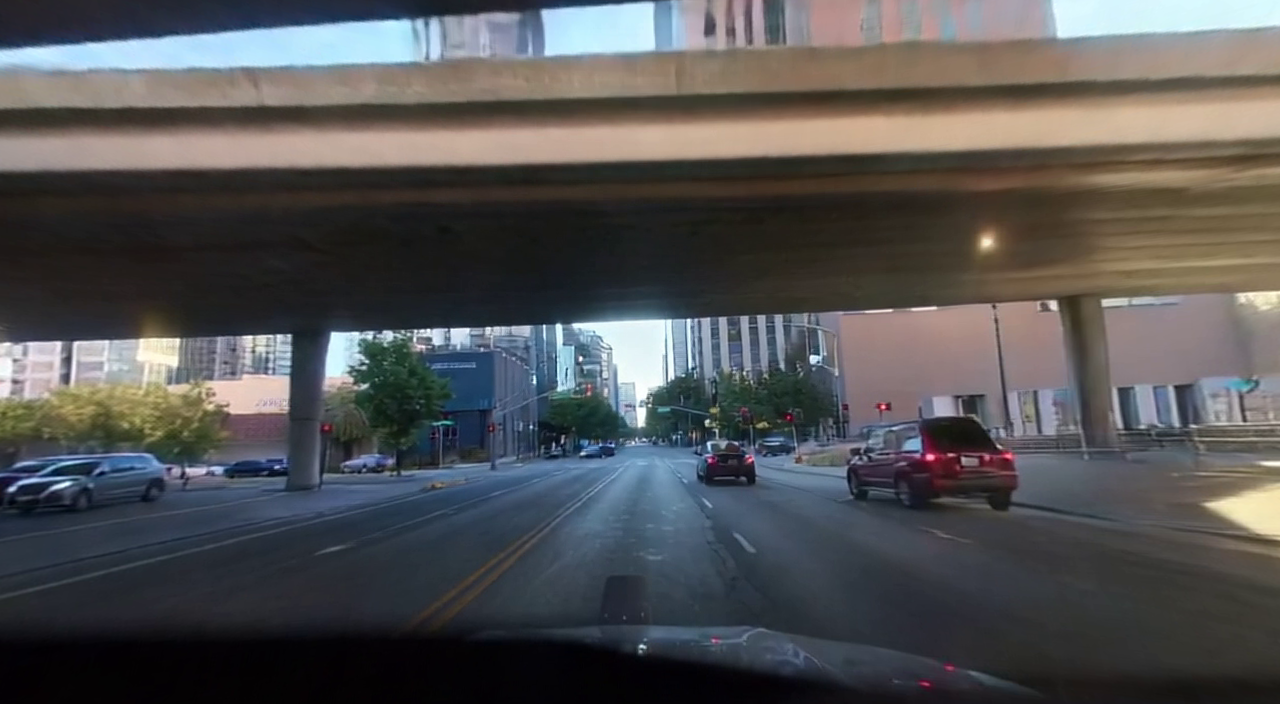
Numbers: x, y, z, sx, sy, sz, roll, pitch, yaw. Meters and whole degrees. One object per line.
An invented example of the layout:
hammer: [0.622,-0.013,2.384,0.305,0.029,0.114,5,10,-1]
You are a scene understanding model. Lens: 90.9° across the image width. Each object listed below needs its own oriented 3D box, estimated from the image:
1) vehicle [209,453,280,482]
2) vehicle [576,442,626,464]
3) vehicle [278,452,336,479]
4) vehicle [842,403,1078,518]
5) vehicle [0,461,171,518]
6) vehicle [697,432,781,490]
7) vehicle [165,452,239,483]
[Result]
vehicle: [-27.081,7.862,43.380,1.807,1.795,4.566,0,-8,1]
vehicle: [-2.937,7.450,46.622,2.099,1.562,4.037,5,-10,-31]
vehicle: [-22.727,7.719,43.194,1.757,1.699,3.854,-1,-8,2]
vehicle: [6.879,2.444,14.676,2.433,2.116,5.789,0,-8,0]
vehicle: [-17.749,4.322,20.232,1.985,1.505,4.275,-1,-8,2]
vehicle: [2.898,3.286,19.342,1.947,1.576,3.825,0,-8,0]
vehicle: [-29.846,7.858,43.174,1.811,1.942,4.376,-1,-8,1]
